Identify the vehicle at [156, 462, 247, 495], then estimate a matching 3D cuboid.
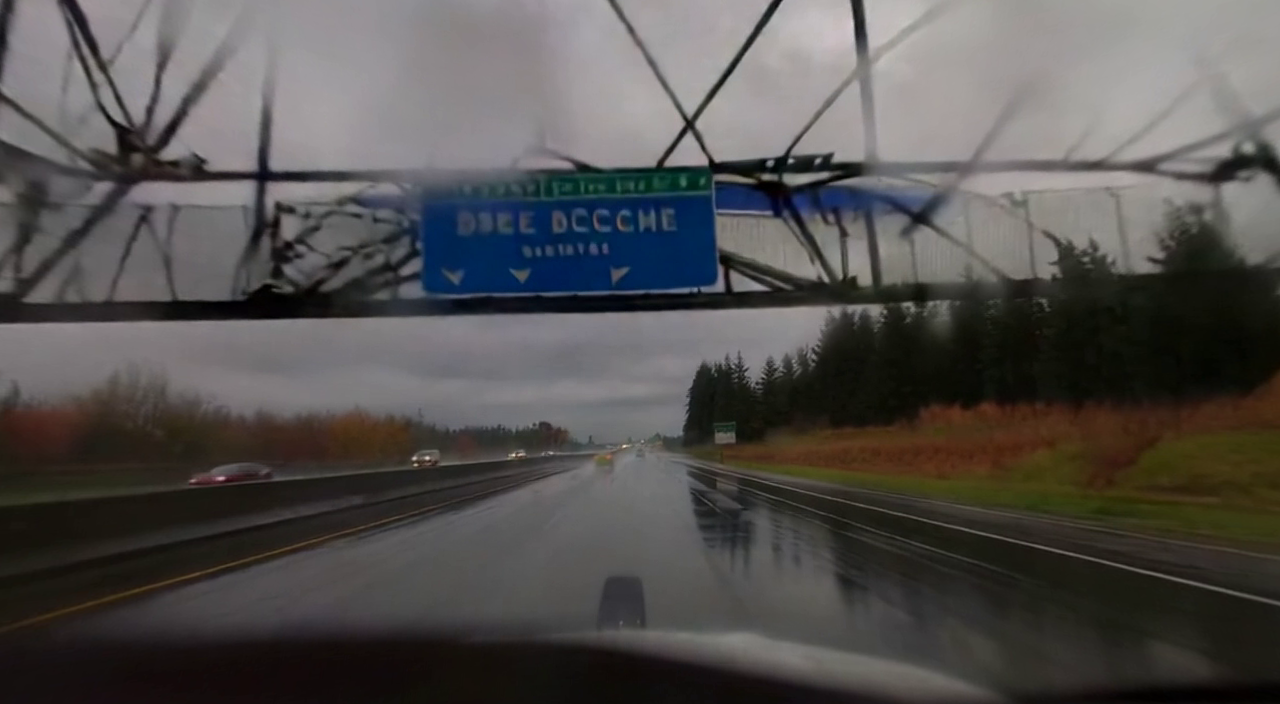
[{"bbox_3d":[-22.285,6.409,32.252,1.769,1.453,3.954,0,-9,1],"label":"vehicle"}]
